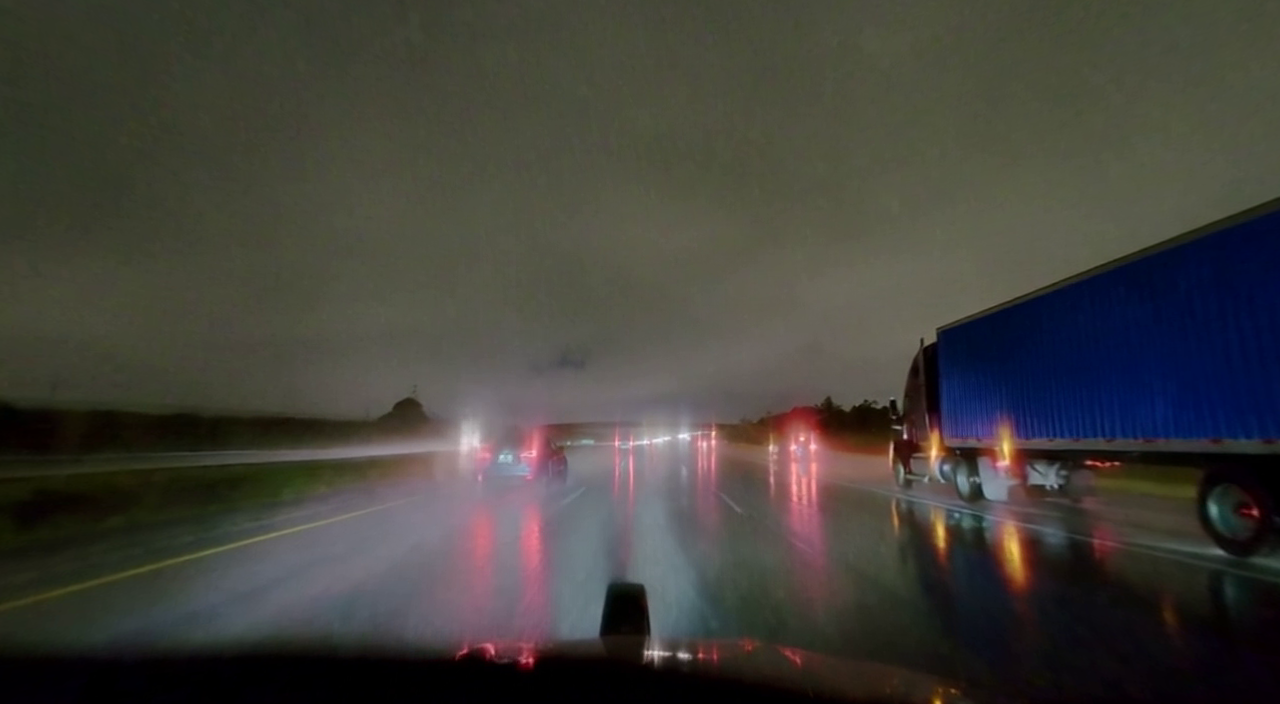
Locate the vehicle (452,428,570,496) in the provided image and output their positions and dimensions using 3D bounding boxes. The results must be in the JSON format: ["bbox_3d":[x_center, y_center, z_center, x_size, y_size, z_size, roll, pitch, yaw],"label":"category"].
[{"bbox_3d":[-3.312,2.946,17.272,2.053,1.587,4.855,0,-8,2],"label":"vehicle"}]
